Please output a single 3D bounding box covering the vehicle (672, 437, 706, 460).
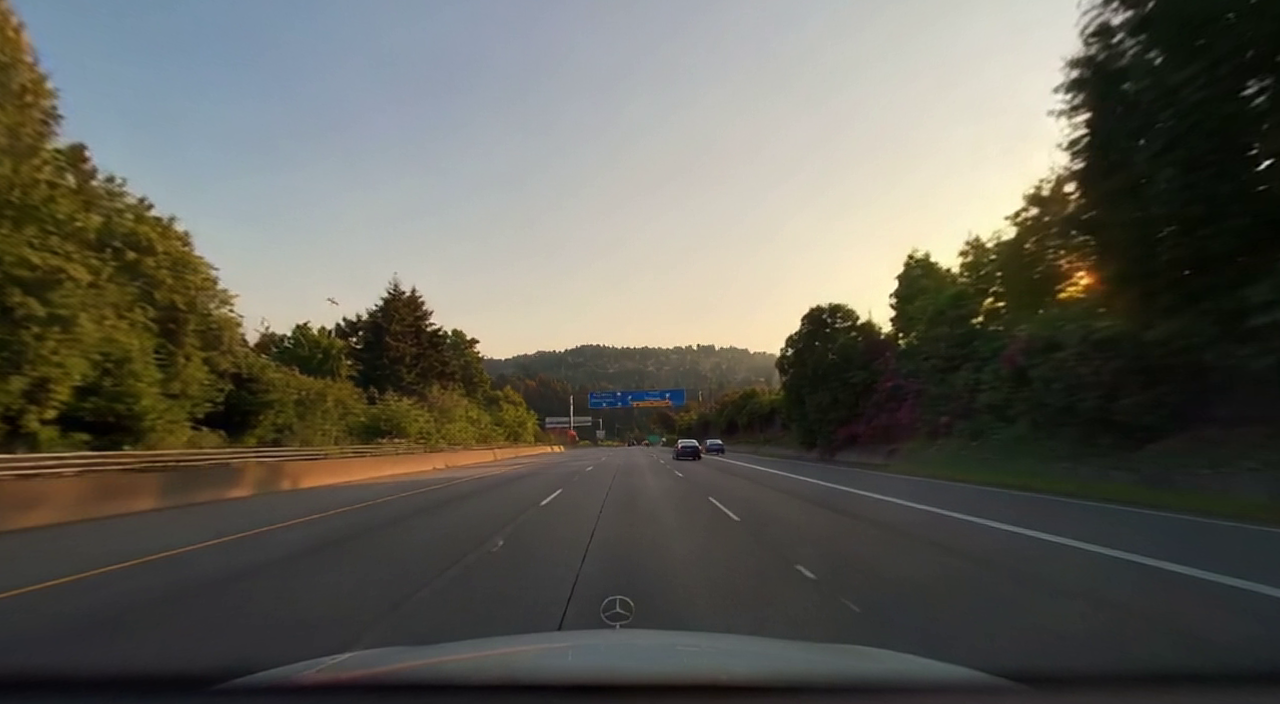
[{"bbox_3d":[3.249,6.486,42.415,1.819,1.468,3.770,0,-8,-2],"label":"vehicle"}]
